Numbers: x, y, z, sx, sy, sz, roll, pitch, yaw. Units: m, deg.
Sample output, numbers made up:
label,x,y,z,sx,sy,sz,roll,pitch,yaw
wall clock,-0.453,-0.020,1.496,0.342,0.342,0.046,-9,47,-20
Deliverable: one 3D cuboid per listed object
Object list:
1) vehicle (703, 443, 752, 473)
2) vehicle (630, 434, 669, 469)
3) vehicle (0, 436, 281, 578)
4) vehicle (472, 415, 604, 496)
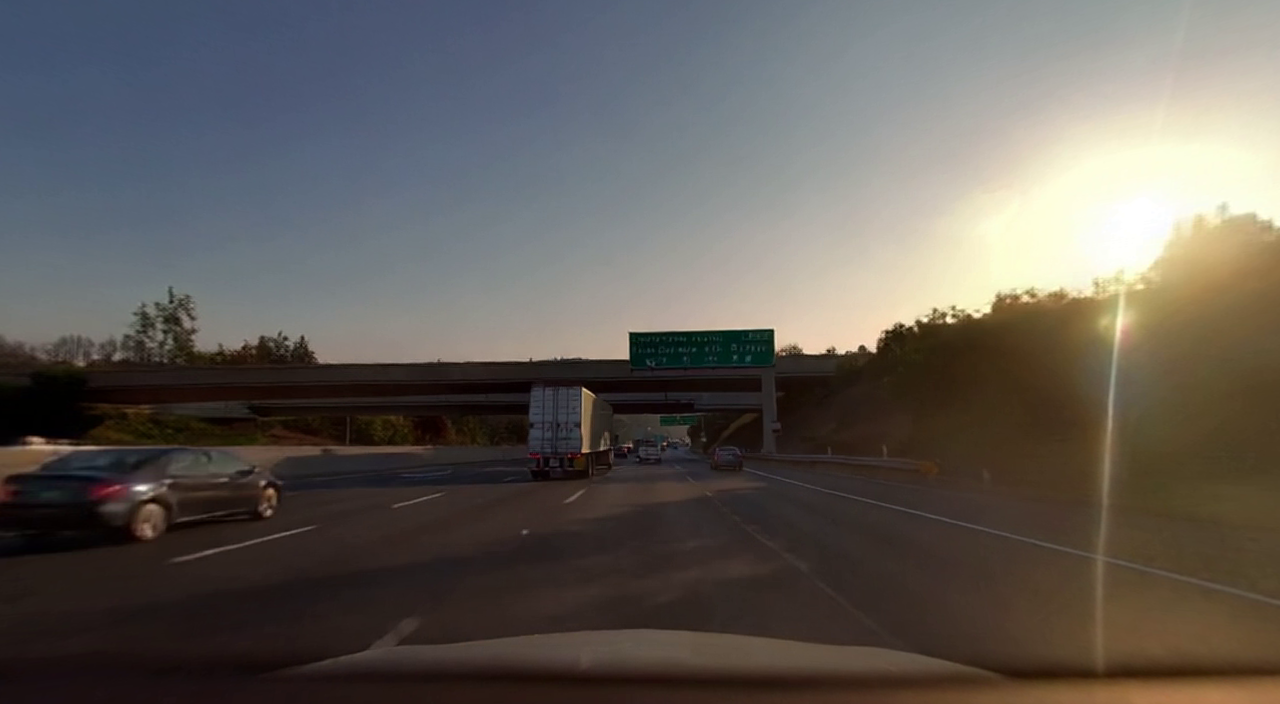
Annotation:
label,x,y,z,sx,sy,sz,roll,pitch,yaw
vehicle,4.645,5.682,33.981,1.993,1.474,4.230,0,-8,0
vehicle,0.602,6.281,39.978,2.309,2.023,5.130,0,-8,1
vehicle,-7.411,1.947,8.856,1.965,1.437,4.592,0,-8,1
vehicle,-3.483,4.276,26.866,2.854,2.379,16.653,0,-8,0
